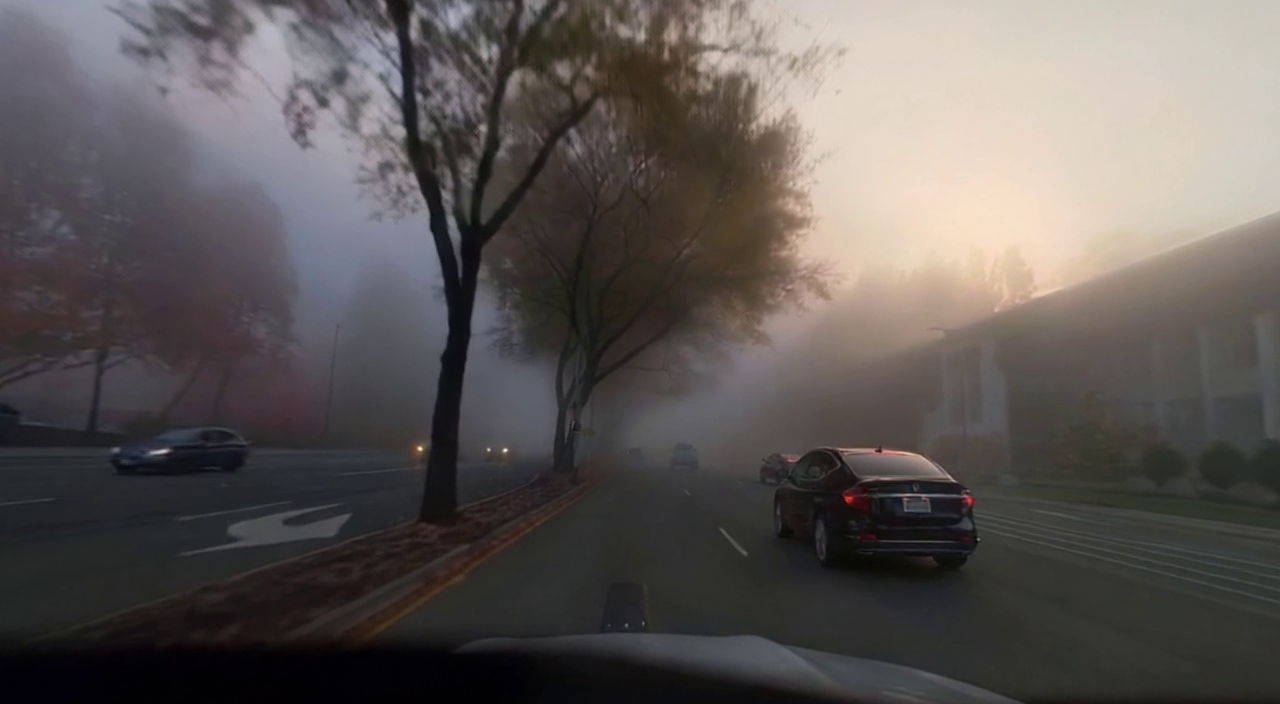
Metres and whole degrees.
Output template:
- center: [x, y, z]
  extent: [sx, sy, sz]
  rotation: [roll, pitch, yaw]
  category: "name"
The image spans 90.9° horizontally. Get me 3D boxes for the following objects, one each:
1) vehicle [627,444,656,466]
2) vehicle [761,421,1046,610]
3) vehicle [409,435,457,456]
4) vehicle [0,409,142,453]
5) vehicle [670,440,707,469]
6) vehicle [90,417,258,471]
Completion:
- center: [0.085, 7.290, 44.624]
  extent: [1.991, 1.477, 3.814]
  rotation: [0, -8, -1]
  category: "vehicle"
- center: [2.872, 1.820, 7.911]
  extent: [1.901, 1.634, 3.896]
  rotation: [4, -8, 0]
  category: "vehicle"
- center: [-15.448, 7.003, 47.285]
  extent: [1.985, 1.479, 4.657]
  rotation: [0, -8, 0]
  category: "vehicle"
- center: [-26.952, 3.683, 29.122]
  extent: [6.055, 1.910, 2.113]
  rotation: [0, -8, 1]
  category: "vehicle"
- center: [3.542, 7.548, 46.670]
  extent: [2.154, 1.844, 4.634]
  rotation: [4, -8, 0]
  category: "vehicle"
- center: [-15.265, 3.073, 21.090]
  extent: [2.029, 1.588, 4.654]
  rotation: [0, -8, 0]
  category: "vehicle"
